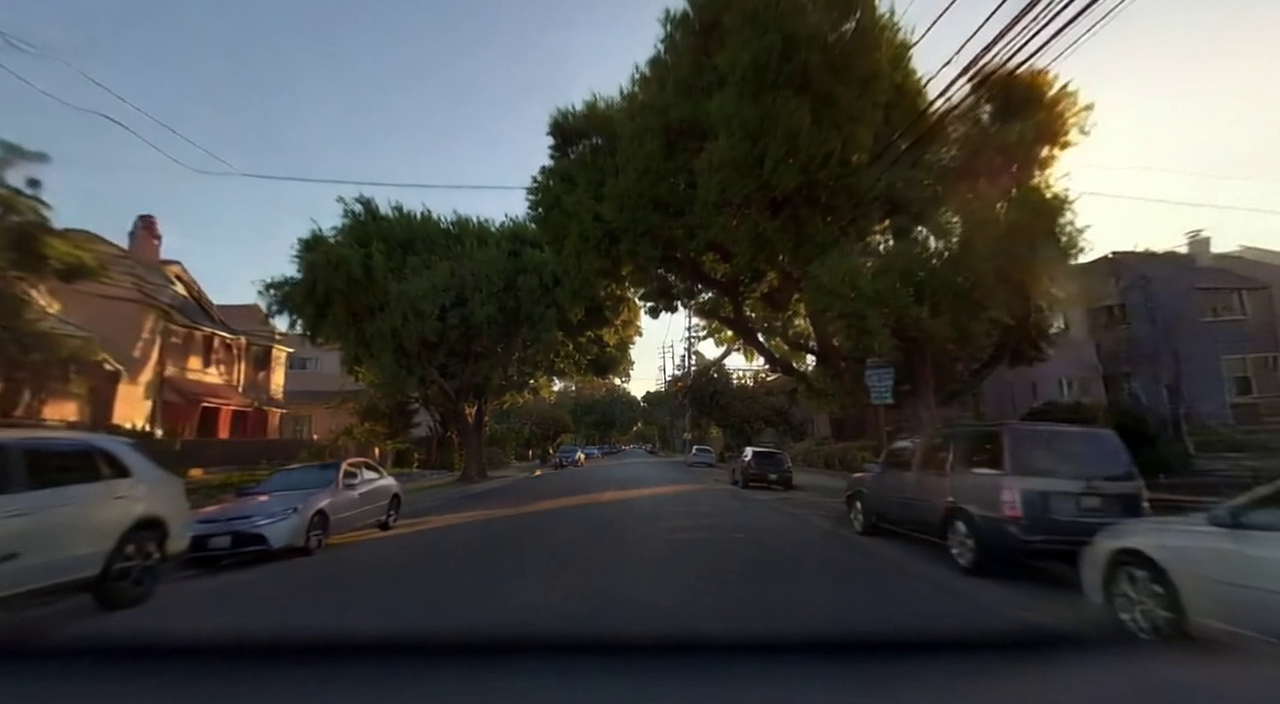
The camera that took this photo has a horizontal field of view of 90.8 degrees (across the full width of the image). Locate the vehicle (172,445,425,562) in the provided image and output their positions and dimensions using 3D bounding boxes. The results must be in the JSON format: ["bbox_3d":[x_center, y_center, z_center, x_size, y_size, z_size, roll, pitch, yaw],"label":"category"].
[{"bbox_3d":[-5.722,2.532,11.478,1.991,1.464,4.763,-3,-7,0],"label":"vehicle"}]

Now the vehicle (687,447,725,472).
[{"bbox_3d":[4.239,6.935,41.124,1.911,1.538,3.960,1,-9,-2],"label":"vehicle"}]

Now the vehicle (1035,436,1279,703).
[{"bbox_3d":[3.994,1.060,2.588,1.804,1.422,4.497,0,-8,0],"label":"vehicle"}]

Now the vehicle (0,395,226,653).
[{"bbox_3d":[-5.667,1.349,5.034,2.046,1.825,4.627,-2,-7,-7],"label":"vehicle"}]

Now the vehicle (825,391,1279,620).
[{"bbox_3d":[4.192,1.643,7.906,2.083,1.829,5.466,0,-8,0],"label":"vehicle"}]

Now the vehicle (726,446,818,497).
[{"bbox_3d":[4.203,3.853,20.906,1.930,1.470,4.738,0,-8,-1],"label":"vehicle"}]
